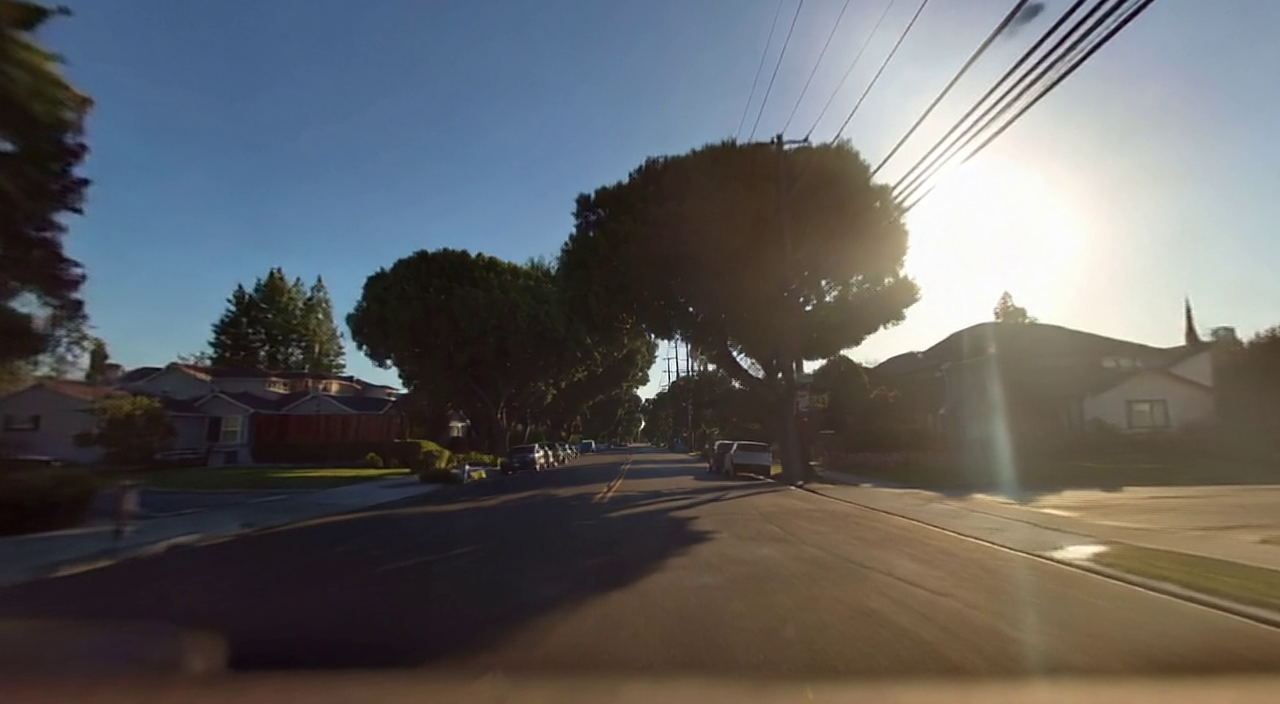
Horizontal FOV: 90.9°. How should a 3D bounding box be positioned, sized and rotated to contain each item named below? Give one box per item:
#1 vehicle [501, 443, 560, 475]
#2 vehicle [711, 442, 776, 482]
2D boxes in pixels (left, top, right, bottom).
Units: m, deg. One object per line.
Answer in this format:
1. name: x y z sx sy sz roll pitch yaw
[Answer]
1. vehicle: -5.781 5.708 33.973 2.231 1.492 4.727 1 -8 1
2. vehicle: 4.038 4.346 25.197 1.851 1.438 4.177 0 -9 0
